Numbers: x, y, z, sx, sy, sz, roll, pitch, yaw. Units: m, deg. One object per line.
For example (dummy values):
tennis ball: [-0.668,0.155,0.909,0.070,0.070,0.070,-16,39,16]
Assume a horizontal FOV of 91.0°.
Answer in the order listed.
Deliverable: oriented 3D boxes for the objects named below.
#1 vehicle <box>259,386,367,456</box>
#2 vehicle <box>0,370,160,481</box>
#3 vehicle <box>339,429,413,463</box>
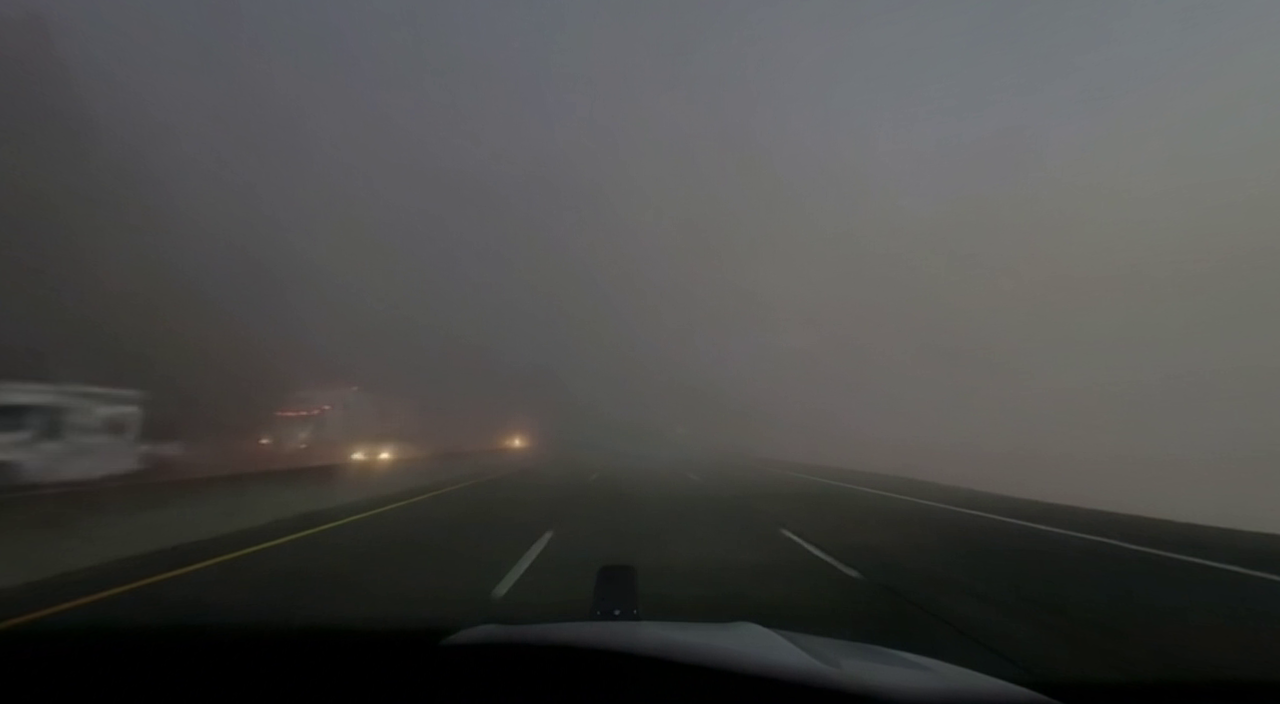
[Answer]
vehicle: [-20.081,4.403,39.190,3.006,3.966,6.742,0,-8,0]
vehicle: [-15.663,1.893,15.789,2.463,2.496,5.992,0,-8,-1]
vehicle: [-12.544,4.476,30.191,1.802,1.484,4.315,0,-8,-2]
